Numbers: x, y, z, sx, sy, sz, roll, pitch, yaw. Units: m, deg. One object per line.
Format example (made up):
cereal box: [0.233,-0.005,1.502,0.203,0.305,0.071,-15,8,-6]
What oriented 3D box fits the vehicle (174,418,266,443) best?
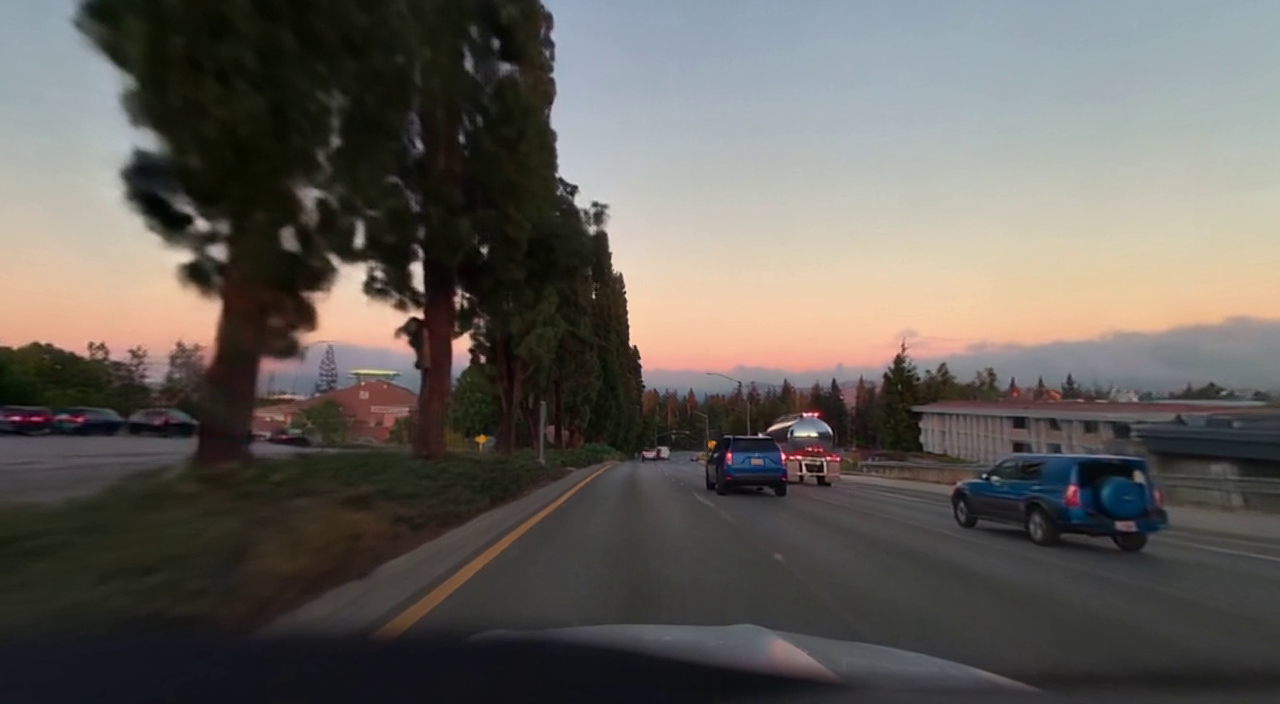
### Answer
vehicle: [-28.189,5.307,42.392,4.723,1.592,1.994,0,-9,0]

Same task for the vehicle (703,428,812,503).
vehicle: [2.978,3.010,17.092,2.045,1.729,4.532,0,-9,-1]

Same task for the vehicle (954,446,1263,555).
vehicle: [7.563,2.382,10.893,1.966,1.476,4.270,1,-9,-2]

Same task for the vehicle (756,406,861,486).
vehicle: [7.445,4.287,28.836,2.849,3.207,6.275,1,-9,-2]

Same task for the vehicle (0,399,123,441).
vehicle: [-29.098,3.418,31.564,4.573,1.751,2.109,3,-7,5]
